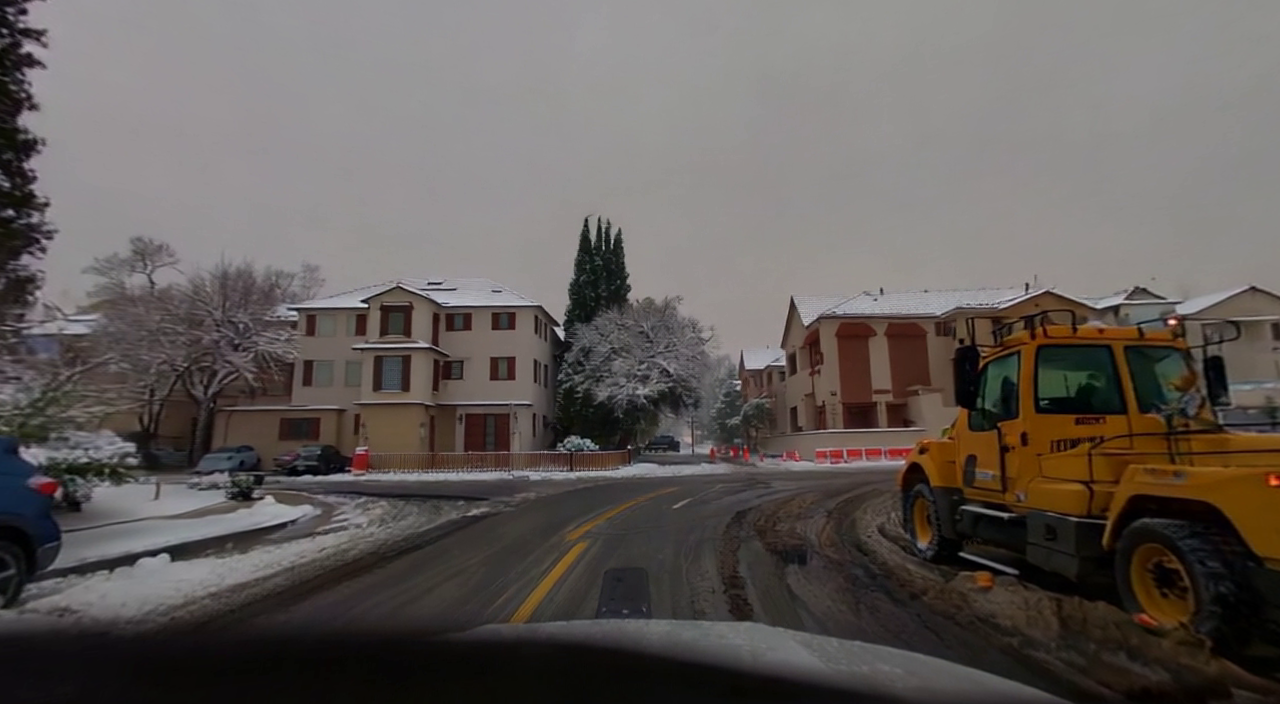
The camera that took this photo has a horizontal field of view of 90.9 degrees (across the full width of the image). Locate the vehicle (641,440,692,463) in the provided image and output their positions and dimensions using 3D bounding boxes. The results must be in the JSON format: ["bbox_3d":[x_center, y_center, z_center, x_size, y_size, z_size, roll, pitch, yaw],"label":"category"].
[{"bbox_3d":[1.911,7.247,46.124,3.629,1.578,1.802,0,-8,-1],"label":"vehicle"}]

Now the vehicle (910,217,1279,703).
[{"bbox_3d":[4.337,0.816,5.082,2.501,2.613,3.505,0,-9,-4],"label":"vehicle"}]

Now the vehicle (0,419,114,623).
[{"bbox_3d":[-6.729,1.303,4.205,2.220,1.765,4.799,0,-8,1],"label":"vehicle"}]
